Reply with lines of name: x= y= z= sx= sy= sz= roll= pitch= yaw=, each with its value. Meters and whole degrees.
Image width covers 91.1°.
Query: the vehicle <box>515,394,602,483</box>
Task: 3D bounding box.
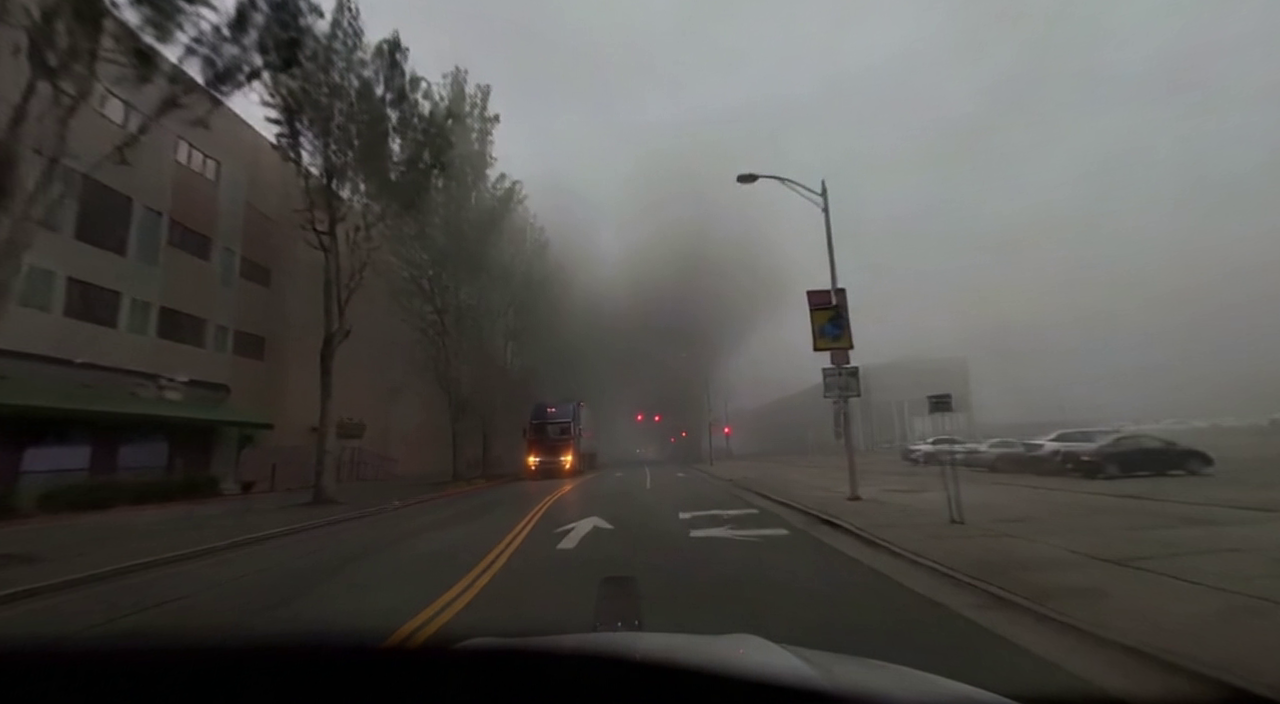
vehicle: x=-4.507 y=5.484 z=38.985 sx=3.160 sy=4.343 sz=15.392 roll=-1 pitch=-9 yaw=1

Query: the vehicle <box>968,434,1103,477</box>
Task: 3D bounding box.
vehicle: x=15.660 y=4.132 z=25.062 sx=4.061 sy=1.590 sz=1.862 roll=-1 pitch=-9 yaw=0
